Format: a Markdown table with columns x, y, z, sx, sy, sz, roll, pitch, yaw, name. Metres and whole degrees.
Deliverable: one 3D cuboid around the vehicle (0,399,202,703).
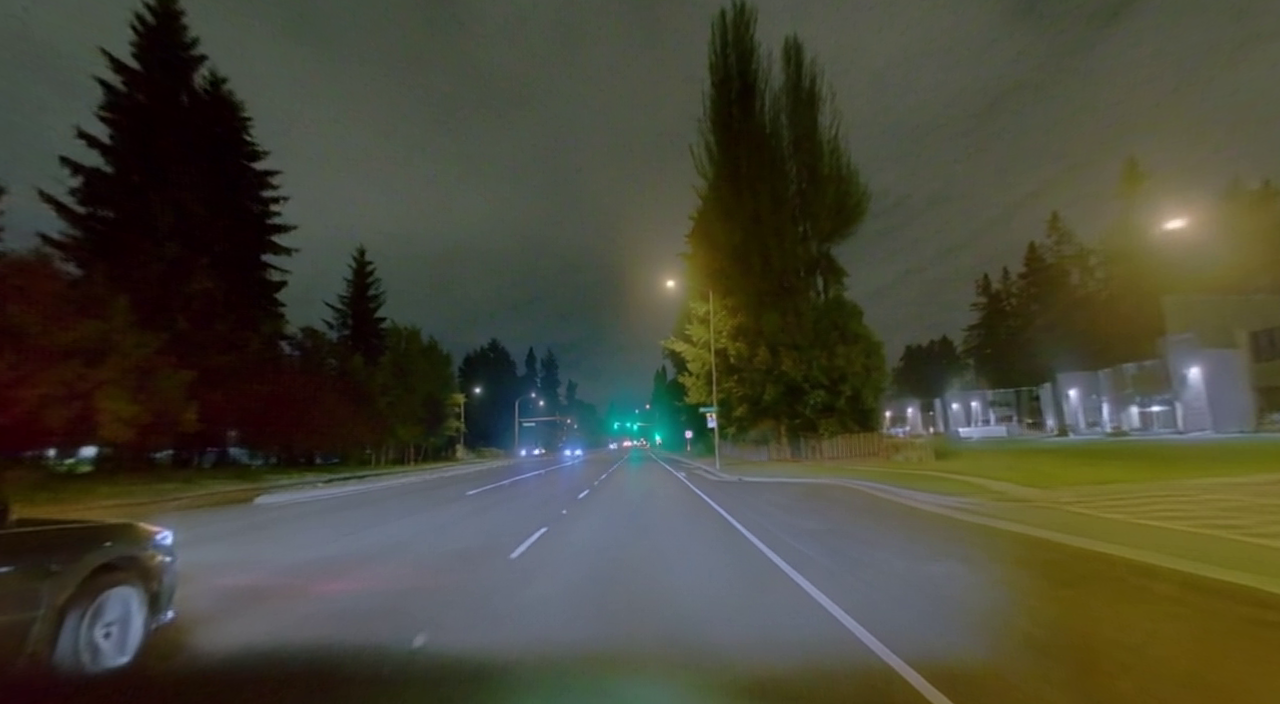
| x | y | z | sx | sy | sz | roll | pitch | yaw | name |
| --- | --- | --- | --- | --- | --- | --- | --- | --- | --- |
| -3.324 | 0.705 | 0.801 | 2.020 | 1.478 | 4.890 | 0 | -8 | 0 | vehicle |
